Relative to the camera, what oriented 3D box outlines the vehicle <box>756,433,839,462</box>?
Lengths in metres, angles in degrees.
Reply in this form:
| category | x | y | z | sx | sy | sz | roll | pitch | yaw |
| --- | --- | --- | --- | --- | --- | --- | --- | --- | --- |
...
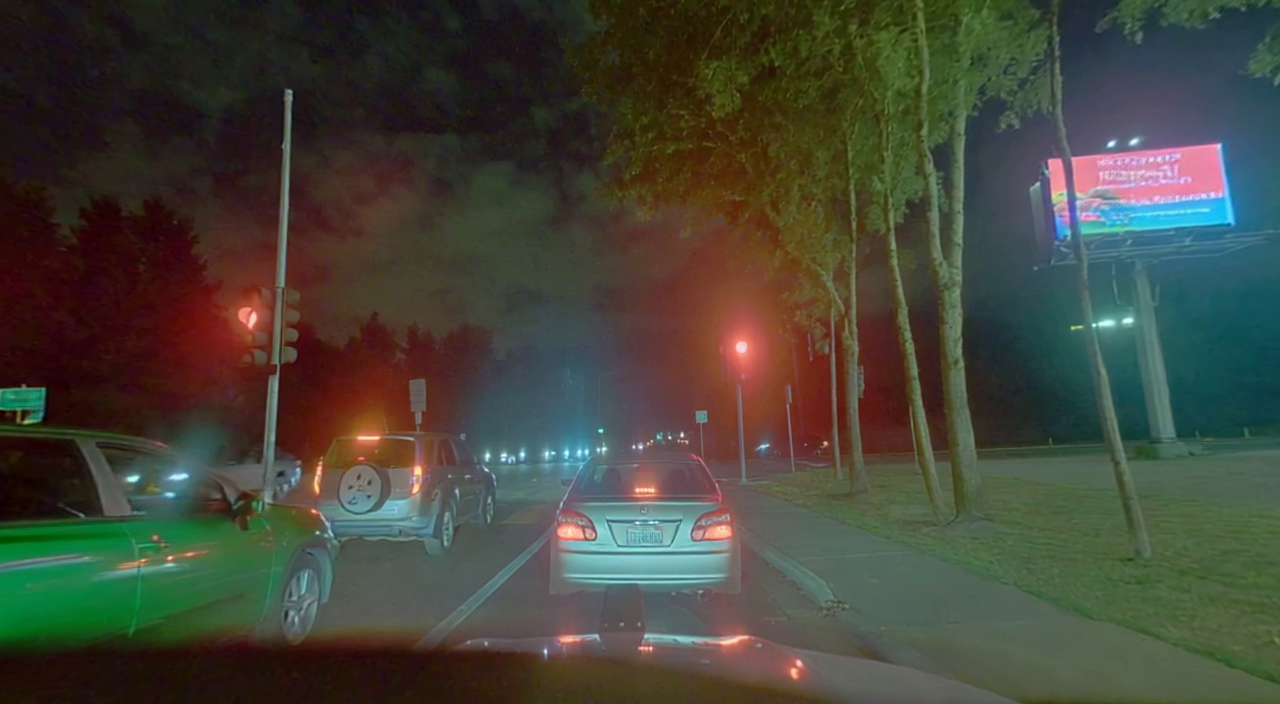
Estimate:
| category | x | y | z | sx | sy | sz | roll | pitch | yaw |
| --- | --- | --- | --- | --- | --- | --- | --- | --- | --- |
| vehicle | 8.457 | 5.139 | 33.850 | 4.165 | 1.462 | 1.914 | -3 | -9 | 17 |

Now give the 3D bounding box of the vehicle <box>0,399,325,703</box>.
| category | x | y | z | sx | sy | sz | roll | pitch | yaw |
| --- | --- | --- | --- | --- | --- | --- | --- | --- | --- |
| vehicle | -3.148 | 0.973 | 2.426 | 1.808 | 1.520 | 3.846 | -1 | -9 | 1 |

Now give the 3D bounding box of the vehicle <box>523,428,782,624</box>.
| category | x | y | z | sx | sy | sz | roll | pitch | yaw |
| --- | --- | --- | --- | --- | --- | --- | --- | --- | --- |
| vehicle | 0.031 | 1.600 | 6.629 | 1.977 | 1.467 | 3.474 | 0 | -9 | -2 |

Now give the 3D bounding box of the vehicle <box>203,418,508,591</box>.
| category | x | y | z | sx | sy | sz | roll | pitch | yaw |
| --- | --- | --- | --- | --- | --- | --- | --- | --- | --- |
| vehicle | -3.165 | 1.782 | 8.140 | 1.950 | 1.628 | 4.082 | -1 | -9 | 1 |
